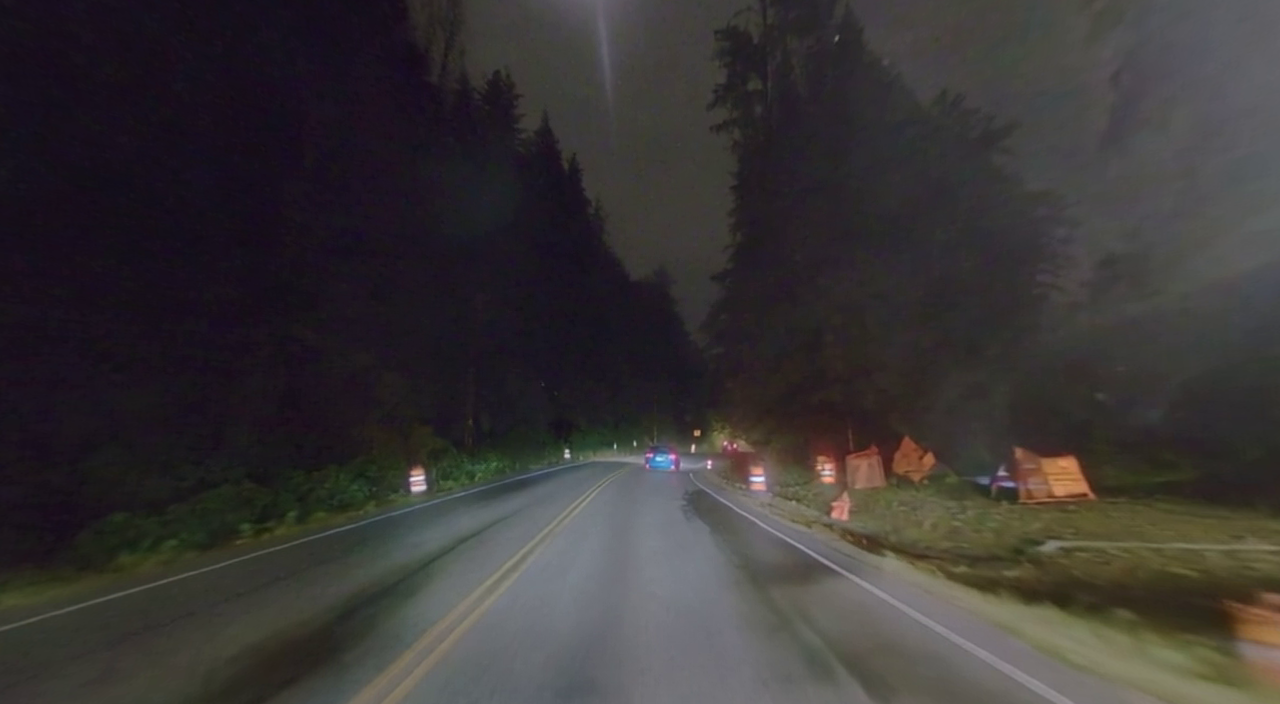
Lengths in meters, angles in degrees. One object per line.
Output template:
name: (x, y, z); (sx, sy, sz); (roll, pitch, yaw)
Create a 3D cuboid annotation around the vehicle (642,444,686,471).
vehicle: (1.515, 6.370, 38.194); (2.259, 1.503, 4.075); (-1, -8, 8)
